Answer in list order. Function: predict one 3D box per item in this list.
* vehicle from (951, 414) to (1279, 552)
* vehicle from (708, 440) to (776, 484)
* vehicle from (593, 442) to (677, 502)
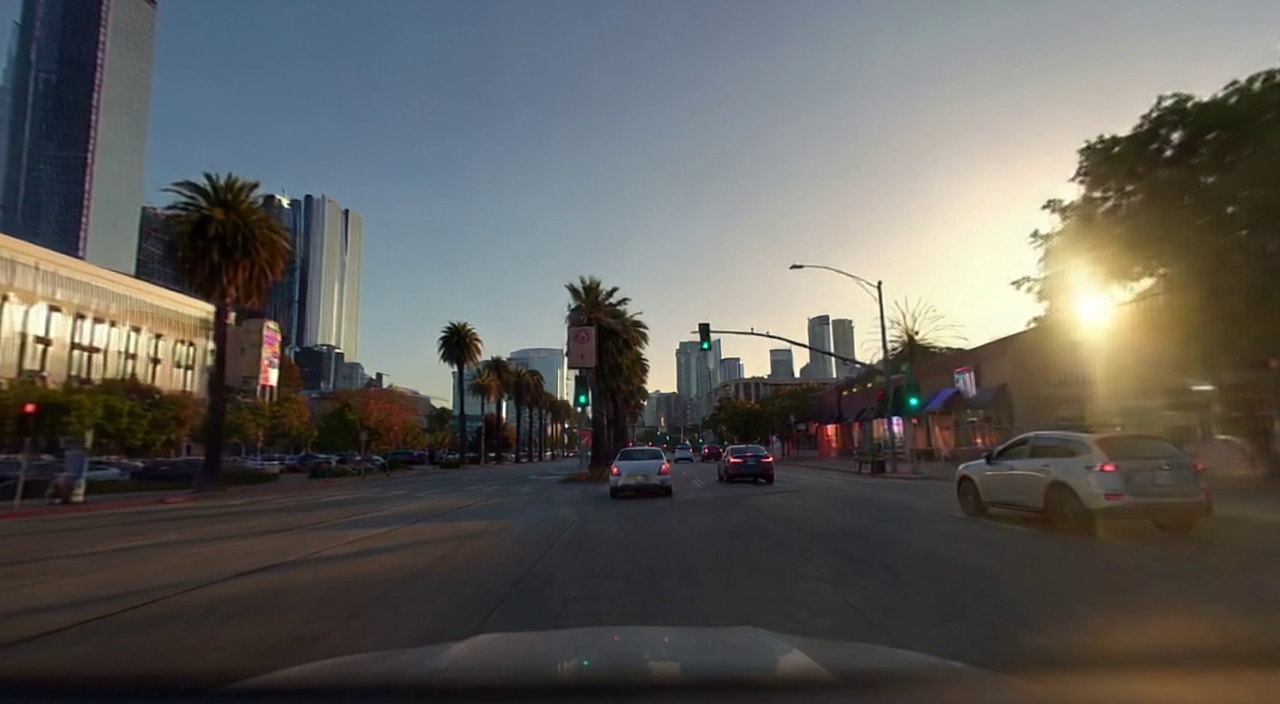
[{"bbox_3d":[6.901,1.903,9.837,1.940,1.674,4.085,0,-8,-1],"label":"vehicle"},{"bbox_3d":[3.883,4.259,24.748,1.892,1.532,4.177,0,-8,-1],"label":"vehicle"},{"bbox_3d":[-0.133,3.299,17.853,2.110,1.487,3.873,0,-8,0],"label":"vehicle"}]
